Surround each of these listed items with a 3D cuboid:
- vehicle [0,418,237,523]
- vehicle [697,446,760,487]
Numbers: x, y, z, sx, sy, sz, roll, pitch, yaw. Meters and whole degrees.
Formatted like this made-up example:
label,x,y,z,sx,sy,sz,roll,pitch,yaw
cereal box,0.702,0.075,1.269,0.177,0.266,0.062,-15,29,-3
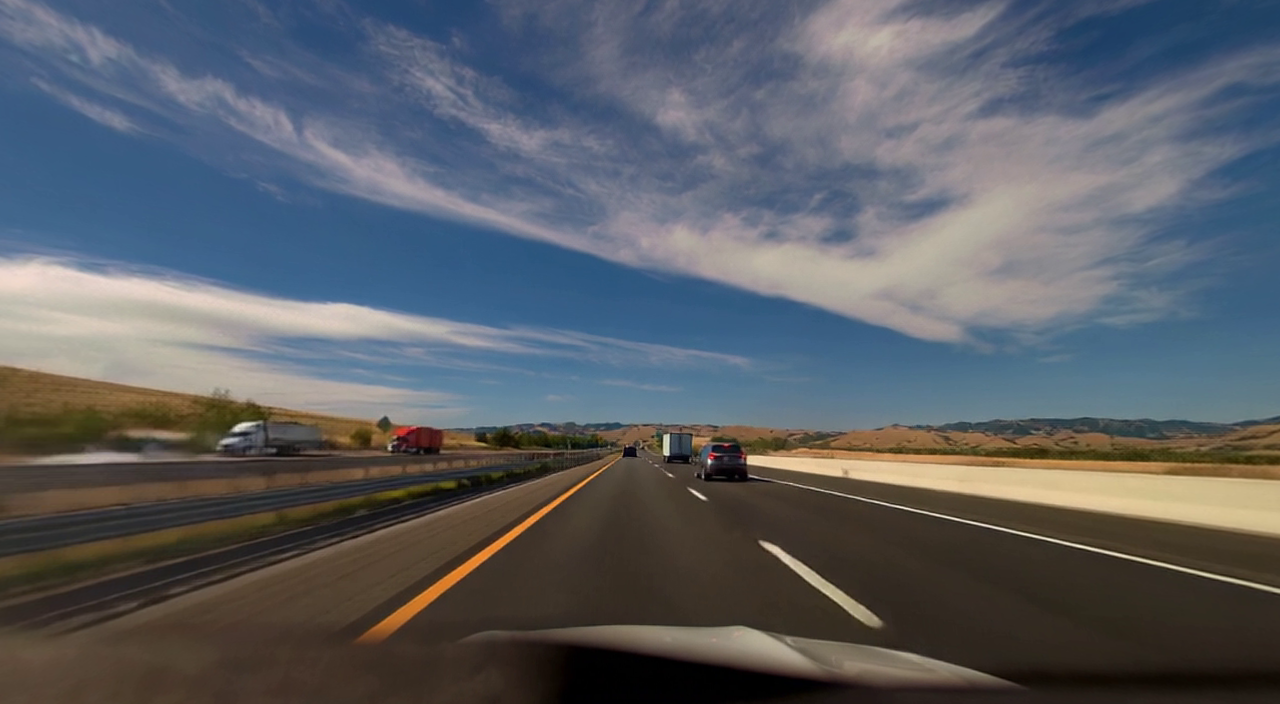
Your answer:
label,x,y,z,sx,sy,sz,roll,pitch,yaw
vehicle,-9.397,2.028,11.118,1.876,1.500,3.973,0,-9,0
vehicle,3.446,4.519,25.084,1.836,1.459,3.766,0,-9,-2
